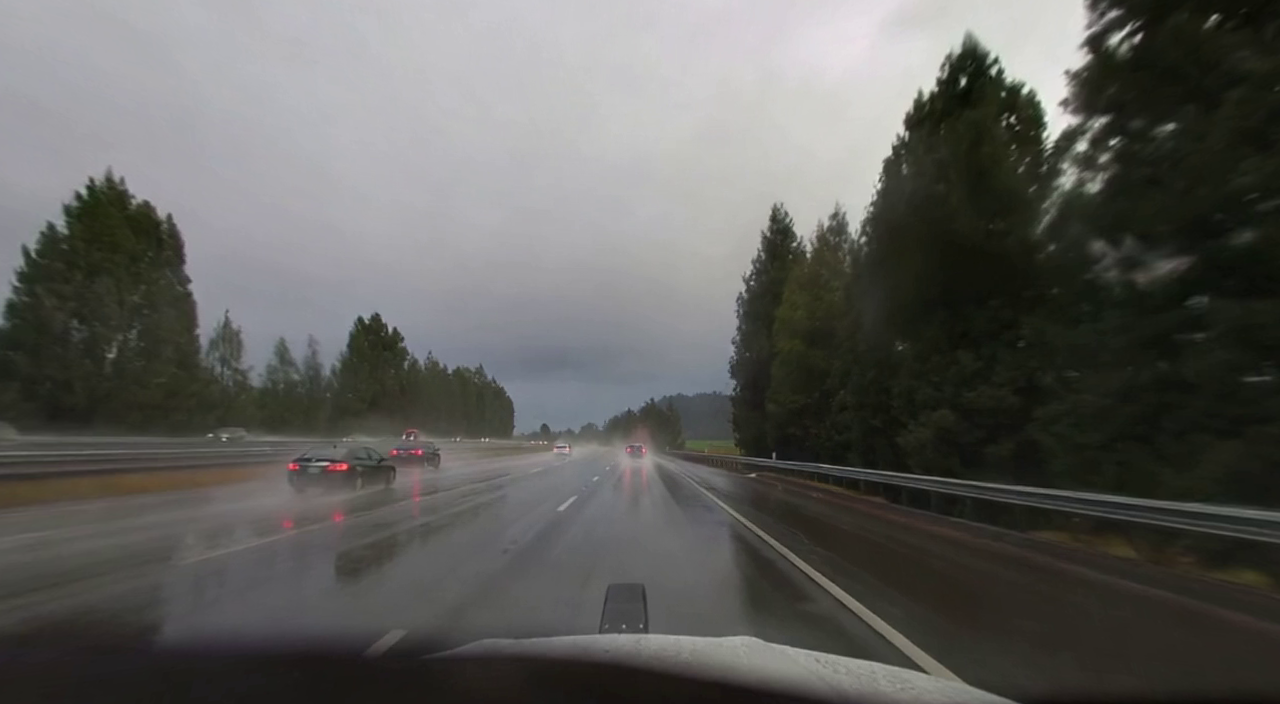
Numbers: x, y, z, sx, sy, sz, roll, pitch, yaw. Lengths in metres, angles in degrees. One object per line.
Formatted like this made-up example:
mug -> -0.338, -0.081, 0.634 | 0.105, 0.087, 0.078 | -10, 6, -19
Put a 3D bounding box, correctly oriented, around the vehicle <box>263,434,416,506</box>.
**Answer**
vehicle -> -7.446, 2.947, 16.147 | 1.972, 1.603, 3.891 | 0, -8, 0
